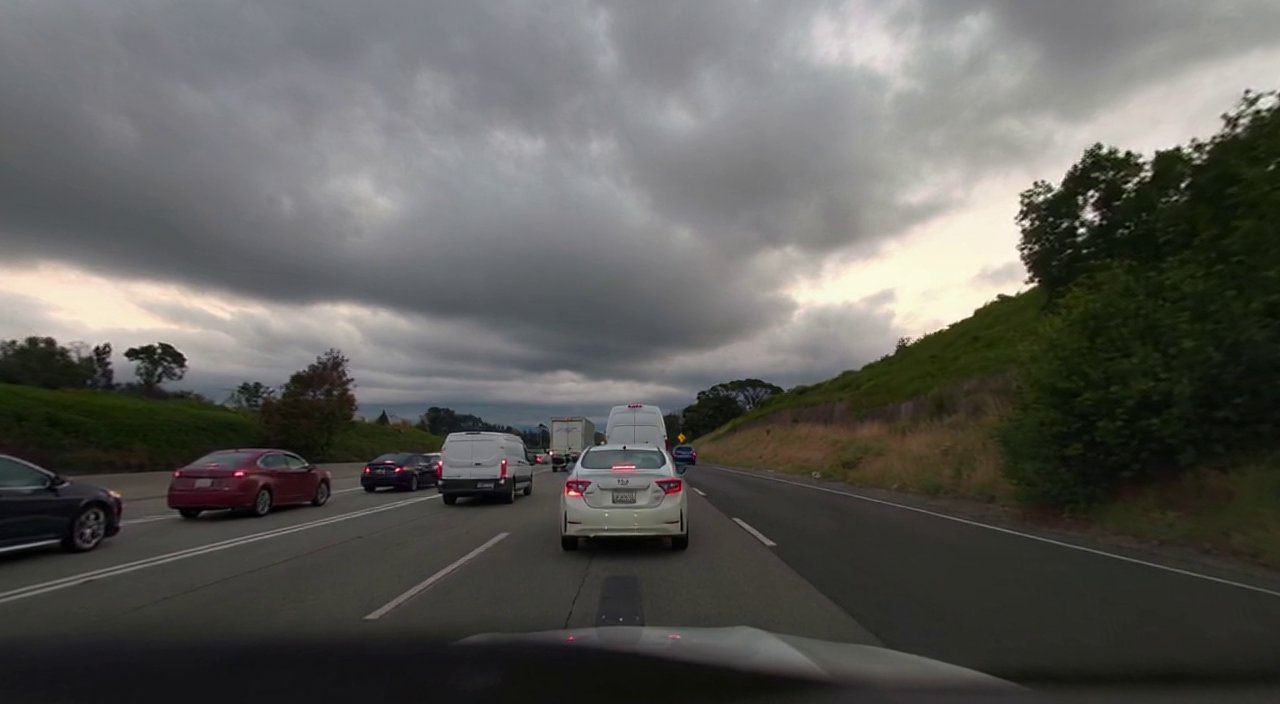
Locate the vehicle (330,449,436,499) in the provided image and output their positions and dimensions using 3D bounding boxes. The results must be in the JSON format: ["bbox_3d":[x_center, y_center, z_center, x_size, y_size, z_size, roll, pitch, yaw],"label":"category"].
[{"bbox_3d":[-8.406,3.991,21.050,1.826,1.465,3.916,-1,-9,1],"label":"vehicle"}]

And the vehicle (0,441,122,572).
[{"bbox_3d":[-8.287,1.683,6.610,1.864,1.492,4.453,-1,-9,1],"label":"vehicle"}]

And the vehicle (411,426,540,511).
[{"bbox_3d":[-4.126,3.024,16.753,2.055,1.913,4.584,-1,-9,2],"label":"vehicle"}]

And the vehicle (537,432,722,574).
[{"bbox_3d":[-0.145,1.898,8.564,1.995,1.495,3.380,0,-9,-1],"label":"vehicle"}]

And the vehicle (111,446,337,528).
[{"bbox_3d":[-8.708,2.823,13.822,1.884,1.484,4.389,-1,-9,1],"label":"vehicle"}]
